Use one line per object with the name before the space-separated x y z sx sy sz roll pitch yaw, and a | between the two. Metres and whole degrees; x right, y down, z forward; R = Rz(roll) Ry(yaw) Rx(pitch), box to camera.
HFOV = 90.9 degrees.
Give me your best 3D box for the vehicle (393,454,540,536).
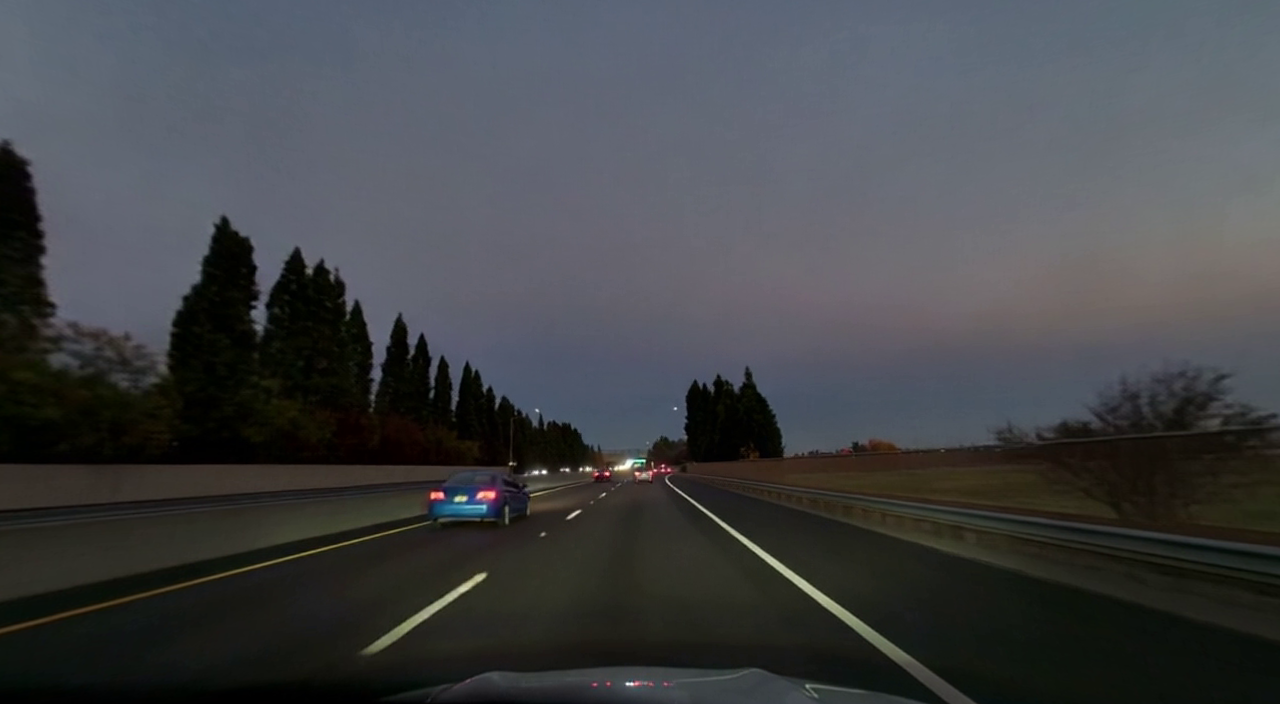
vehicle | -3.698 3.159 14.358 2.047 1.523 4.279 1 -11 1
